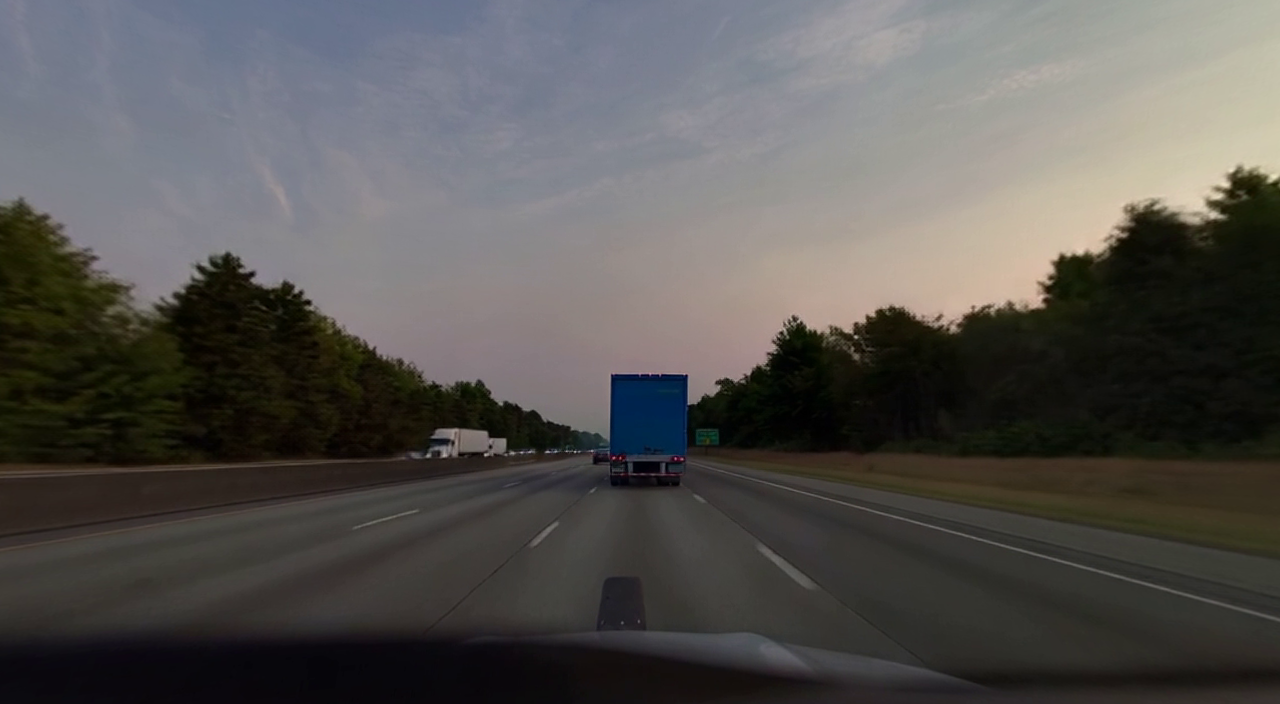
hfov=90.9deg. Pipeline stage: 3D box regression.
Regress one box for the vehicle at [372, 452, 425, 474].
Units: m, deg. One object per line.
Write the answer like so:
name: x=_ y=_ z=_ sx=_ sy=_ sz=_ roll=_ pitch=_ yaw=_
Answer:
vehicle: x=-16.677 y=7.647 z=43.733 sx=1.901 sy=1.420 sz=4.320 roll=0 pitch=-9 yaw=0

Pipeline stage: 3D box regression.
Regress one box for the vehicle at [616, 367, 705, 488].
vehicle: x=0.639 y=3.241 z=25.765 sx=2.898 sy=3.973 sz=10.063 roll=0 pitch=-9 yaw=0
